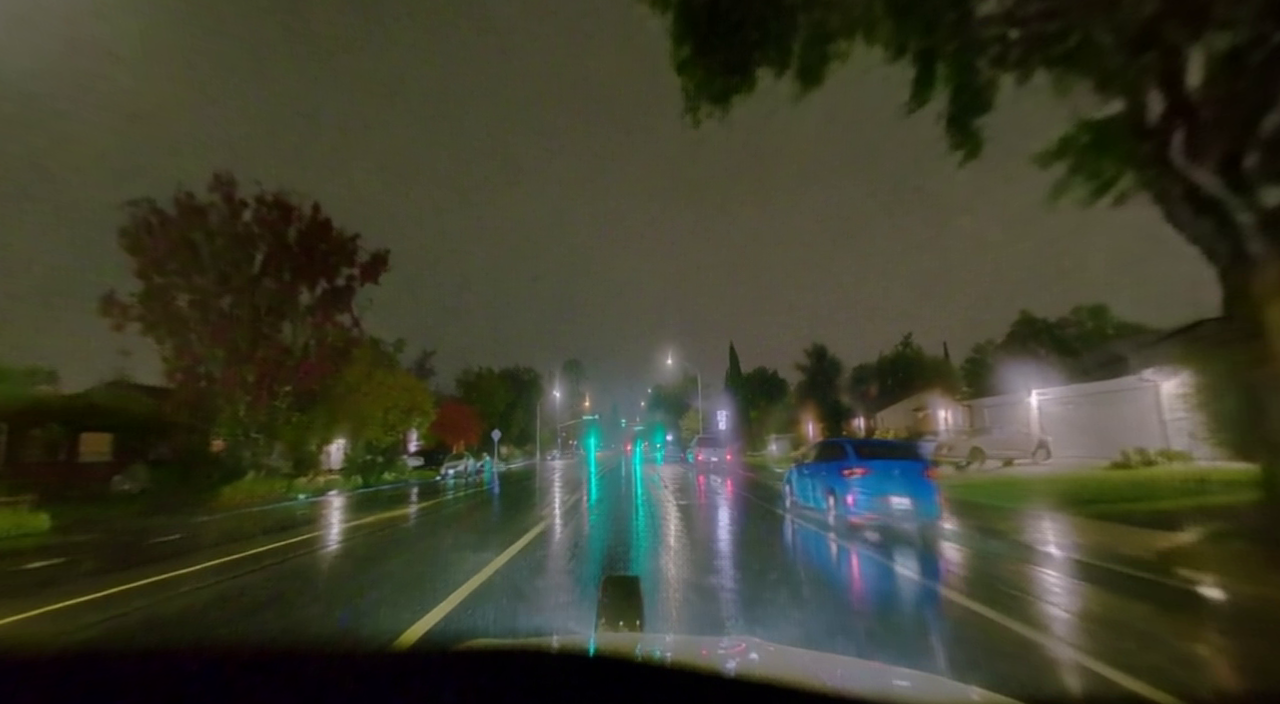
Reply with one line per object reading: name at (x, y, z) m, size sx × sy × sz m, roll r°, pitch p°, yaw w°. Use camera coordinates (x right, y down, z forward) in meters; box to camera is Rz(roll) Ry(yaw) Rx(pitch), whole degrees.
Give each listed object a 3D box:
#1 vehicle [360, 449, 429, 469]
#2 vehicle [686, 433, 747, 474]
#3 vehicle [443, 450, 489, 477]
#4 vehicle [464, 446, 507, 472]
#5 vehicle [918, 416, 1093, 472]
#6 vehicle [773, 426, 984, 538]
vehicle at (-19.268, 8.415, 49.719) m, size 4.569 × 1.498 × 2.072 m, roll 0°, pitch -8°, yaw 0°
vehicle at (3.862, 5.278, 33.123) m, size 2.319 × 1.938 × 5.961 m, roll 0°, pitch -8°, yaw -1°
vehicle at (-11.063, 7.115, 40.525) m, size 1.815 × 1.532 × 4.517 m, roll 0°, pitch -8°, yaw -2°
vehicle at (-11.044, 7.644, 45.461) m, size 1.981 × 1.790 × 4.682 m, roll 0°, pitch -8°, yaw -1°
vehicle at (12.134, 3.080, 21.194) m, size 4.660 × 1.749 × 1.893 m, roll 0°, pitch -8°, yaw -1°
vehicle at (4.090, 2.302, 11.870) m, size 2.173 × 1.656 × 4.514 m, roll 0°, pitch -8°, yaw -1°
